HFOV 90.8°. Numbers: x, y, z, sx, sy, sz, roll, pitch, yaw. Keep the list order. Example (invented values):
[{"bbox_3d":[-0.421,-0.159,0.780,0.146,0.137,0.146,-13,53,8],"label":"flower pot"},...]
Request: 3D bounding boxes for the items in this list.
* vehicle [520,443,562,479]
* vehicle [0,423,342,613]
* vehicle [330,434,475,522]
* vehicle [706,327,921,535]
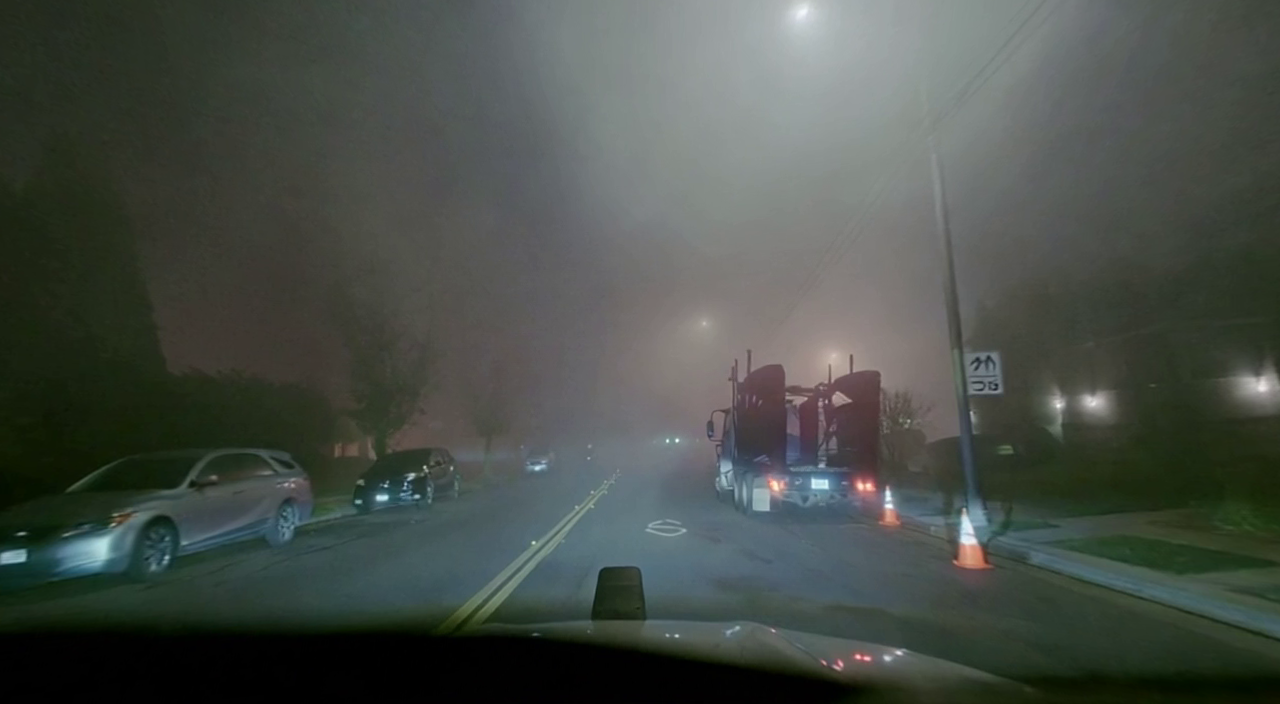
[{"bbox_3d":[-5.722,6.323,37.026,2.087,1.835,4.445,-2,-7,-5],"label":"vehicle"},{"bbox_3d":[-6.493,2.066,8.860,2.312,1.790,5.067,-4,-8,-2],"label":"vehicle"},{"bbox_3d":[-6.209,3.293,17.195,2.210,1.849,4.638,-5,-8,-1],"label":"vehicle"},{"bbox_3d":[3.189,1.760,13.798,2.750,3.440,6.535,0,-8,0],"label":"vehicle"}]
